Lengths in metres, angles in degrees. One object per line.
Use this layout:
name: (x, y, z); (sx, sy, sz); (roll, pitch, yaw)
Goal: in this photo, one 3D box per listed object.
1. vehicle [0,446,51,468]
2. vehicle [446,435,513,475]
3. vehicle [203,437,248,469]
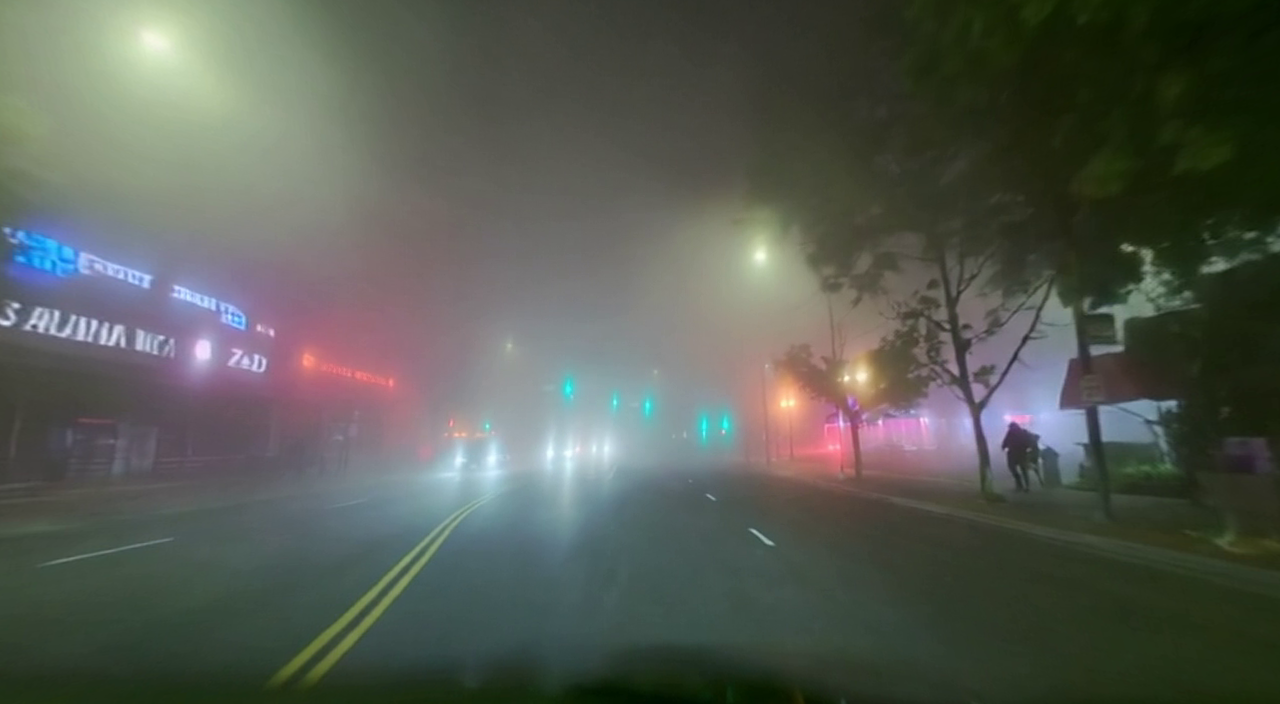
vehicle: (-42.036, 6.977, 42.053); (4.410, 1.422, 1.812); (-2, -9, 15)
vehicle: (-8.385, 5.435, 33.470); (2.242, 1.919, 4.922); (0, -8, 0)
vehicle: (-26.328, 6.381, 39.943); (2.099, 1.901, 4.832); (6, -10, -35)
